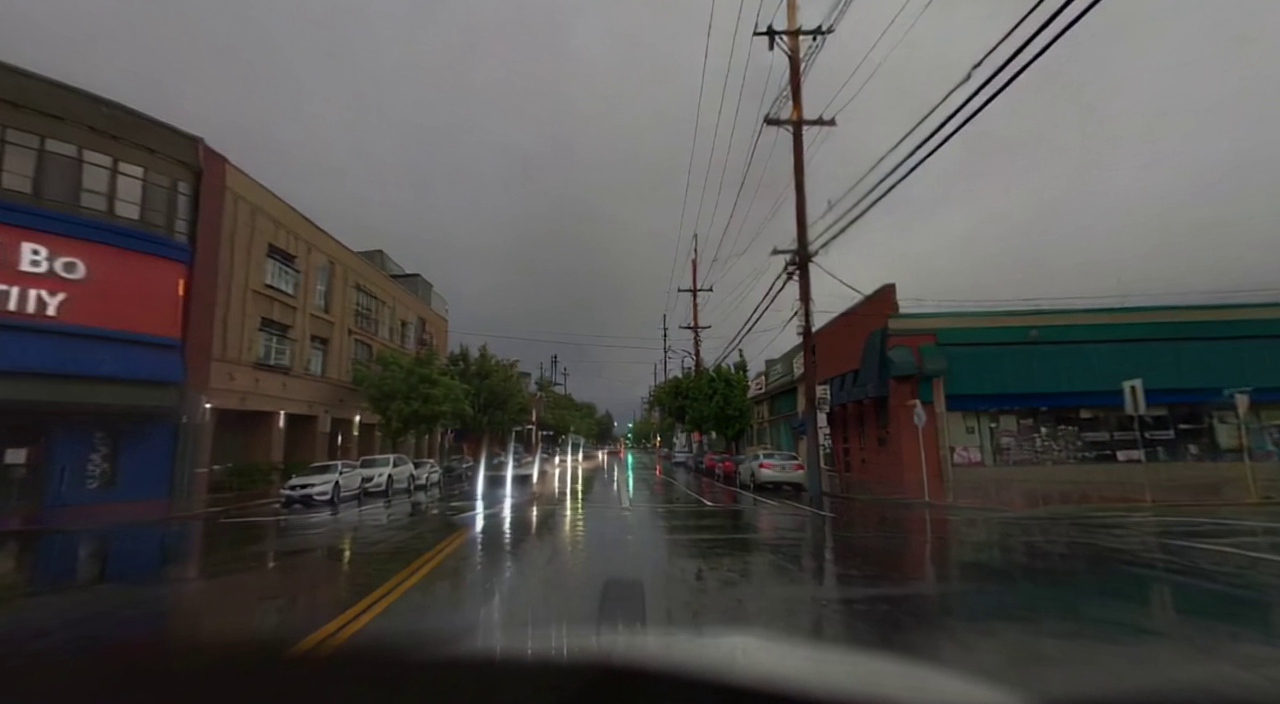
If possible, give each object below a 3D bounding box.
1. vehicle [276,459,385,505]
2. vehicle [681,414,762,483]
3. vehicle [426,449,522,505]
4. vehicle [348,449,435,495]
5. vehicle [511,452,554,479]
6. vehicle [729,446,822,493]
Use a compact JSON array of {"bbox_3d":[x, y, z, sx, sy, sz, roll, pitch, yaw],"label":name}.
[{"bbox_3d":[-11.351,4.760,23.537,1.978,1.452,4.263,0,-9,-1],"label":"vehicle"},{"bbox_3d":[4.078,5.105,33.521,2.815,3.203,7.558,0,-9,-3],"label":"vehicle"},{"bbox_3d":[-4.972,3.776,19.550,2.050,1.505,4.219,0,-9,-4],"label":"vehicle"},{"bbox_3d":[-11.335,5.456,29.240,2.072,1.818,4.951,-3,-9,0],"label":"vehicle"},{"bbox_3d":[-6.472,6.844,38.401,1.845,1.469,4.413,0,-9,0],"label":"vehicle"},{"bbox_3d":[5.167,4.545,24.797,1.963,1.646,4.204,2,-9,-12],"label":"vehicle"}]
